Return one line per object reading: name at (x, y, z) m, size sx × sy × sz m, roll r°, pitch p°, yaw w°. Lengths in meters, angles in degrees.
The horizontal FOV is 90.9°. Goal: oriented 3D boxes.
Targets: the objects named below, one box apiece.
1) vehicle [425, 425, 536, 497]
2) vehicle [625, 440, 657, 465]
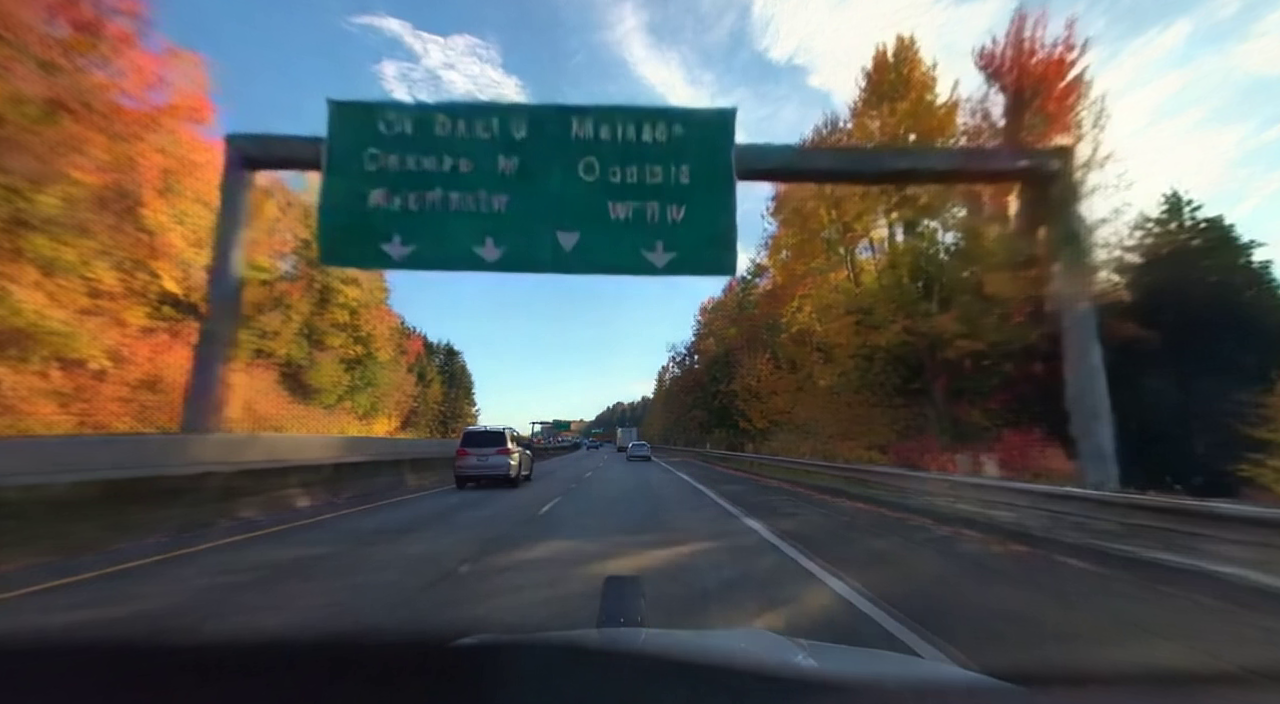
vehicle at (-4.183, 2.929, 17.288) m, size 1.924 × 1.720 × 4.195 m, roll 0°, pitch -8°, yaw 0°
vehicle at (0.024, 6.438, 40.509) m, size 1.939 × 1.497 × 3.863 m, roll 0°, pitch -8°, yaw -1°
